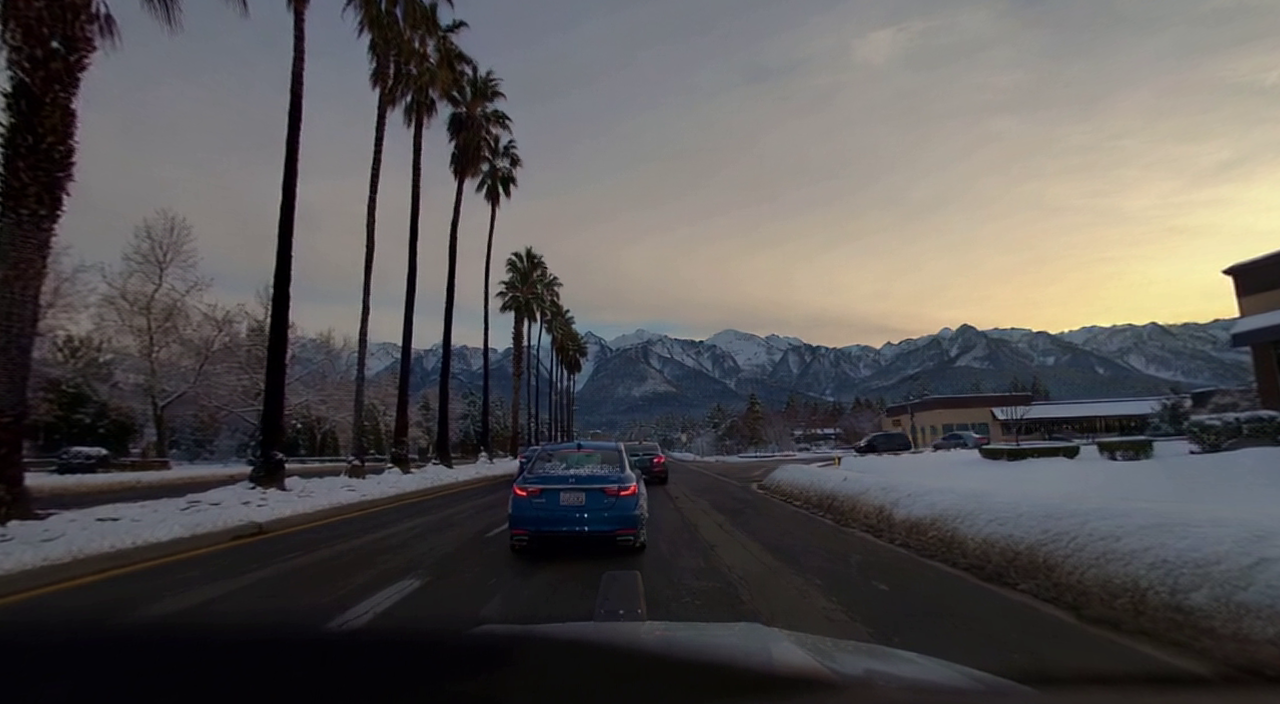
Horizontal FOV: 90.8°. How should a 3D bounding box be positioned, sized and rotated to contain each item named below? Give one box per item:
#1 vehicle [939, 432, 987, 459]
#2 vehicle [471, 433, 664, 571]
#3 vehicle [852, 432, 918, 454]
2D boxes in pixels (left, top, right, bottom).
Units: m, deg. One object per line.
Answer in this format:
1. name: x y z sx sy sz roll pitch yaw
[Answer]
1. vehicle: 19.586 5.646 38.183 1.961 1.526 4.640 -6 -10 33
2. vehicle: -0.863 1.907 8.817 2.067 1.459 3.886 0 -8 -3
3. vehicle: 19.189 7.177 49.672 1.925 1.652 4.490 6 -10 -34
